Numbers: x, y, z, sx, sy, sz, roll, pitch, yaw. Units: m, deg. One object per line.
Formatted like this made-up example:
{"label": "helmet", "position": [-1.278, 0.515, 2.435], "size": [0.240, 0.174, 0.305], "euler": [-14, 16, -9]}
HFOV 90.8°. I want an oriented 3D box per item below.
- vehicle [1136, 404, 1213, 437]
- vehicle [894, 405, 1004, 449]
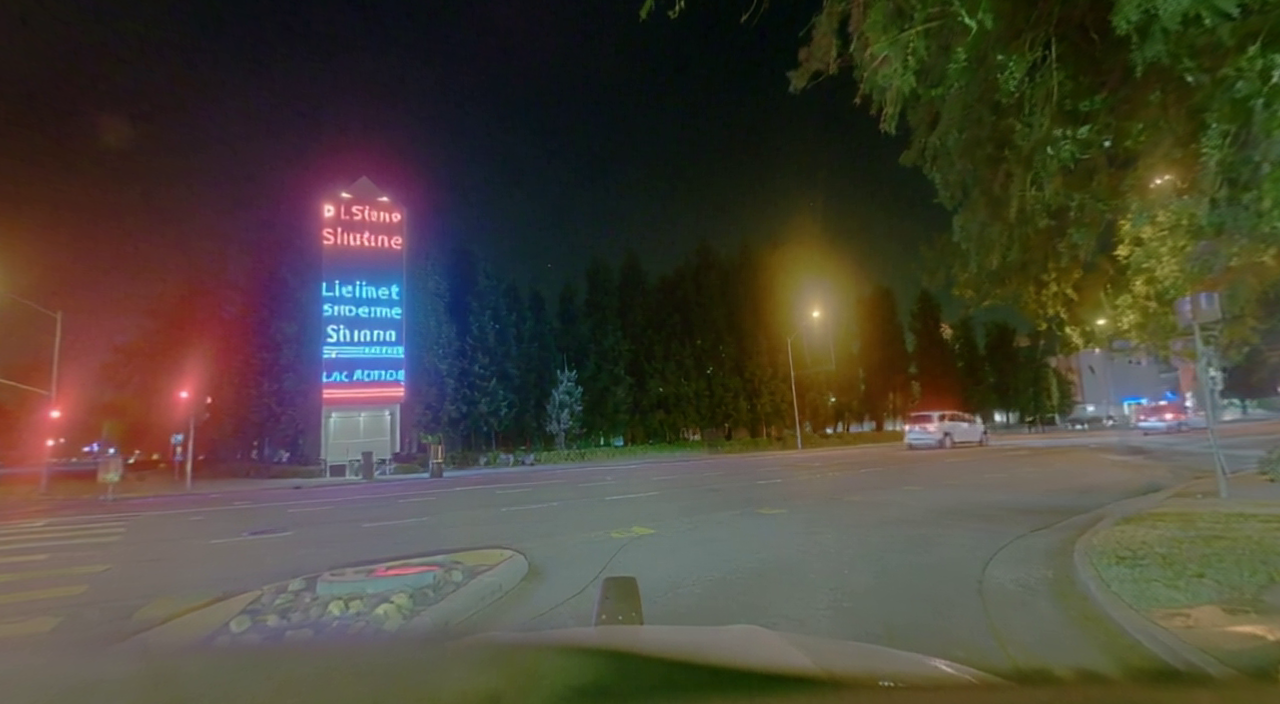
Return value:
{"label": "vehicle", "position": [29.447, 3.812, 34.771], "size": [4.377, 1.624, 1.953], "euler": [5, -10, -33]}
{"label": "vehicle", "position": [13.643, 3.370, 27.836], "size": [4.689, 1.758, 2.146], "euler": [5, -10, -33]}
